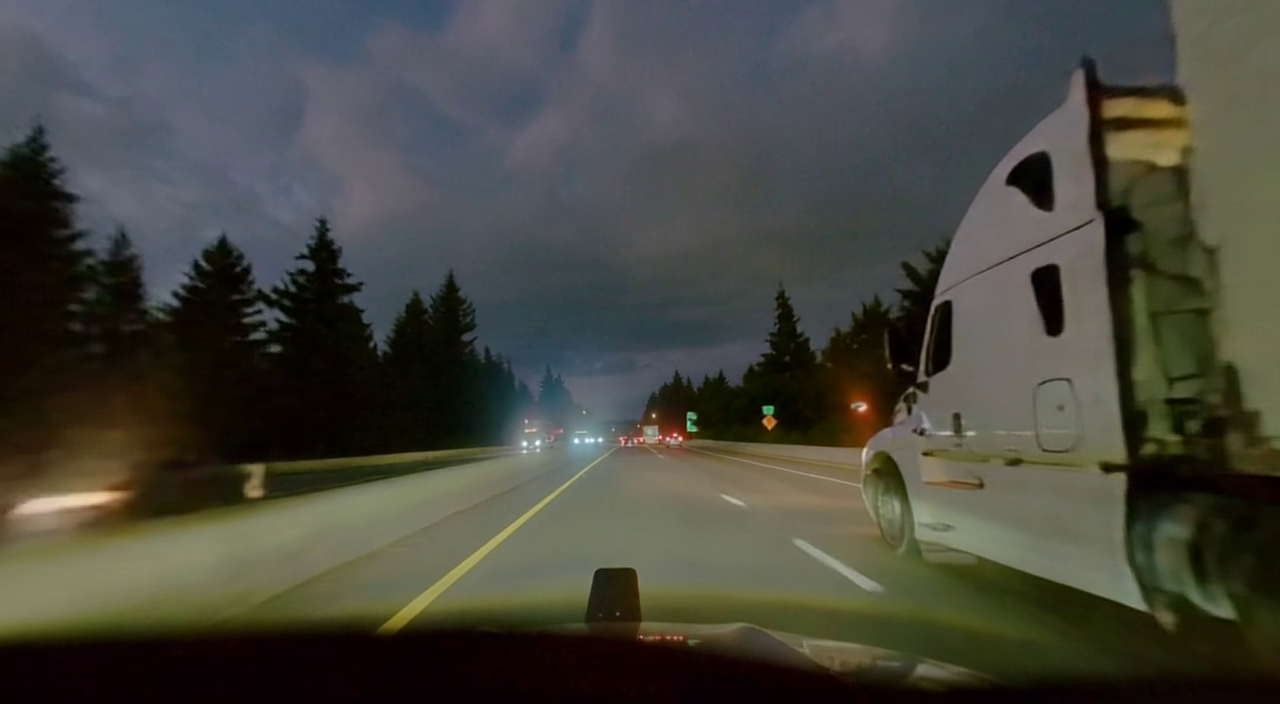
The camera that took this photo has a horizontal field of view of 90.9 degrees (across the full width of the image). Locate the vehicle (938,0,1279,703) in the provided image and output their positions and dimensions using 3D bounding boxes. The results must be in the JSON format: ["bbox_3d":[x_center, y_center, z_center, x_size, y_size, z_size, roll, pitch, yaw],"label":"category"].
[{"bbox_3d":[3.893,-0.174,1.559,2.999,4.013,6.296,0,-8,-1],"label":"vehicle"}]

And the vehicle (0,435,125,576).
[{"bbox_3d":[-7.694,1.571,5.939,1.977,1.456,4.489,-3,-8,-1],"label":"vehicle"}]
